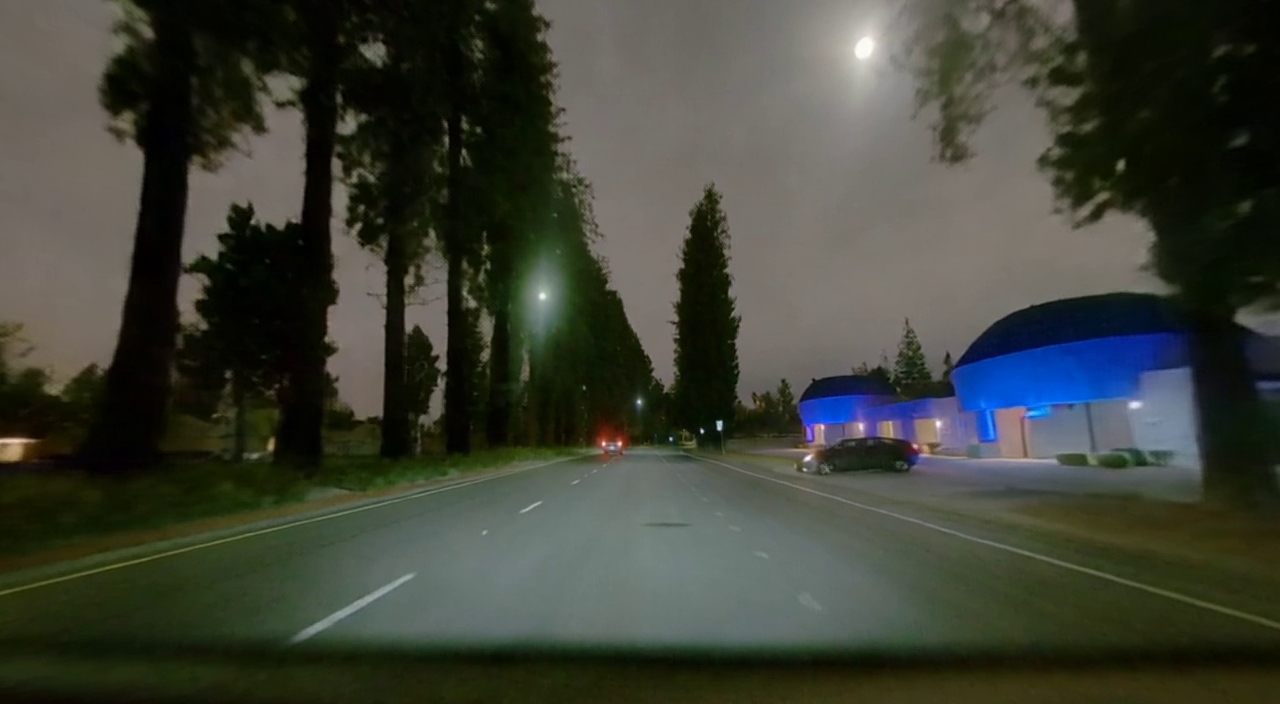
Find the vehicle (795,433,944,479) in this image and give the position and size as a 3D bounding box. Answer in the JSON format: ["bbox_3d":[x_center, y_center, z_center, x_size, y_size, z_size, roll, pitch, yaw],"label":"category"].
[{"bbox_3d":[7.905,3.634,22.150,4.575,1.514,1.932,-1,-8,9],"label":"vehicle"}]
